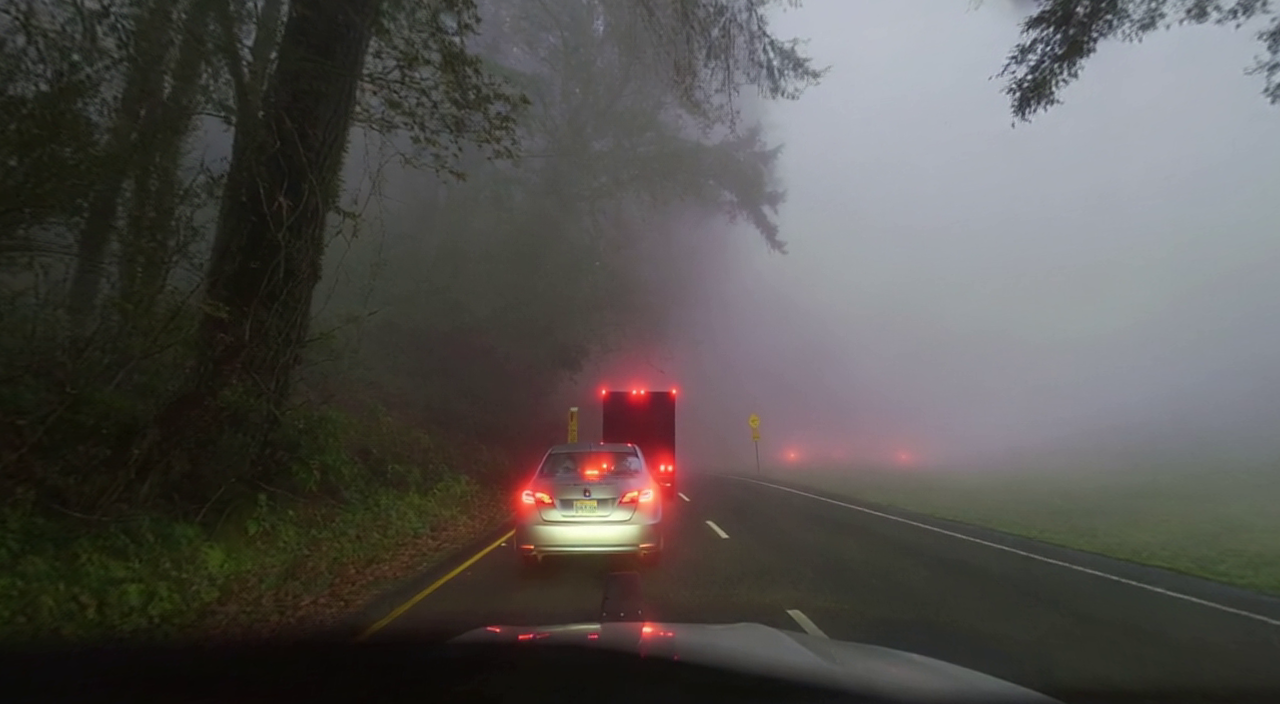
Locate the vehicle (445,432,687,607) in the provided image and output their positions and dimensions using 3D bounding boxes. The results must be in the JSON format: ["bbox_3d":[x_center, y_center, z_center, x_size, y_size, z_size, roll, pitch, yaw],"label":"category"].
[{"bbox_3d":[-0.629,1.752,7.523,2.076,1.490,4.078,0,-9,0],"label":"vehicle"}]
